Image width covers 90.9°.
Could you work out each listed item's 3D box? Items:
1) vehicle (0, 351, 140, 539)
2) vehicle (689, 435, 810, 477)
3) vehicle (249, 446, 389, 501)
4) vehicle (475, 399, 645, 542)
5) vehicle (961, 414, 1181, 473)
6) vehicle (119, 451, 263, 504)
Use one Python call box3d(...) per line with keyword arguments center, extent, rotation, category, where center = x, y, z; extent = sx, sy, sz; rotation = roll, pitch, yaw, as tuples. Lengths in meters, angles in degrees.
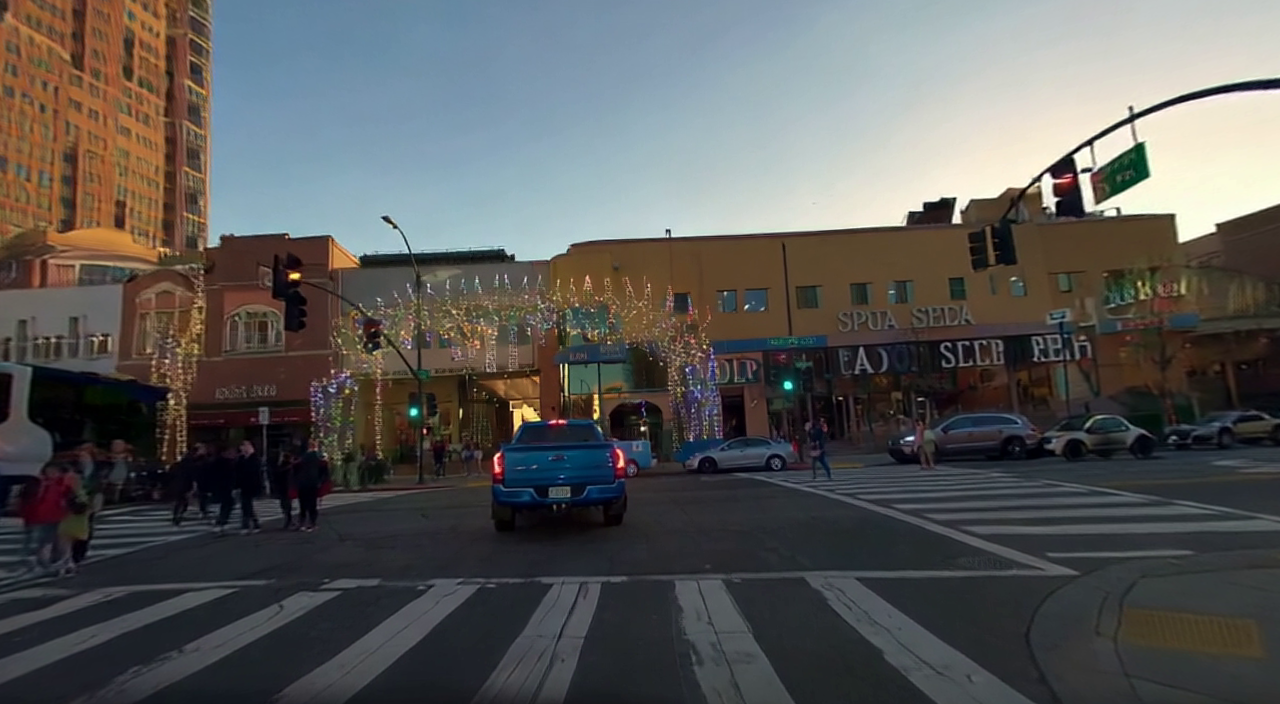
box3d(center=(-22.287, 2.548, 17.467), extent=(13.729, 4.662, 3.300), rotation=(0, -8, 0), category="vehicle")
box3d(center=(4.223, 4.094, 24.932), extent=(4.515, 1.583, 1.920), rotation=(-1, -8, 3), category="vehicle")
box3d(center=(-13.326, 5.036, 26.379), extent=(4.799, 1.909, 2.011), rotation=(-3, -7, 2), category="vehicle")
box3d(center=(-1.821, 2.125, 12.029), extent=(2.477, 2.020, 5.534), rotation=(2, -9, -15), category="vehicle")
box3d(center=(11.558, 2.485, 17.155), extent=(4.600, 1.506, 1.878), rotation=(0, -8, -1), category="vehicle")
box3d(center=(-18.689, 5.216, 26.411), extent=(4.398, 2.057, 1.959), rotation=(0, -8, -1), category="vehicle")
